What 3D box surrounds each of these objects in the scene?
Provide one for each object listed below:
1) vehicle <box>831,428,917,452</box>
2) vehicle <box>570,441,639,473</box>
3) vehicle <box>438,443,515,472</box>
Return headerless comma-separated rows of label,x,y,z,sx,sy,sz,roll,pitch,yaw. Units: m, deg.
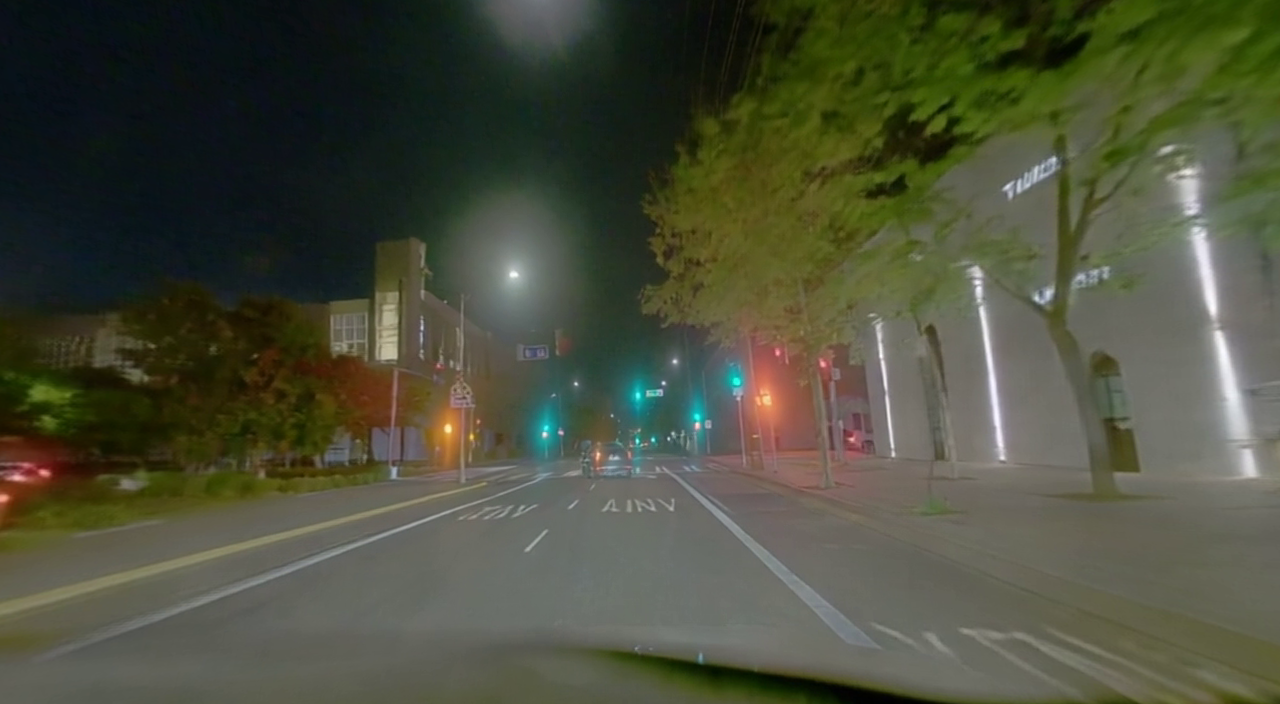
vehicle,14.633,5.532,39.717,4.632,1.484,1.907,0,-8,-1
vehicle,-1.952,5.425,32.913,2.118,1.478,4.624,4,-9,-23
vehicle,-10.574,6.788,40.853,4.472,1.736,1.874,-3,-9,19
